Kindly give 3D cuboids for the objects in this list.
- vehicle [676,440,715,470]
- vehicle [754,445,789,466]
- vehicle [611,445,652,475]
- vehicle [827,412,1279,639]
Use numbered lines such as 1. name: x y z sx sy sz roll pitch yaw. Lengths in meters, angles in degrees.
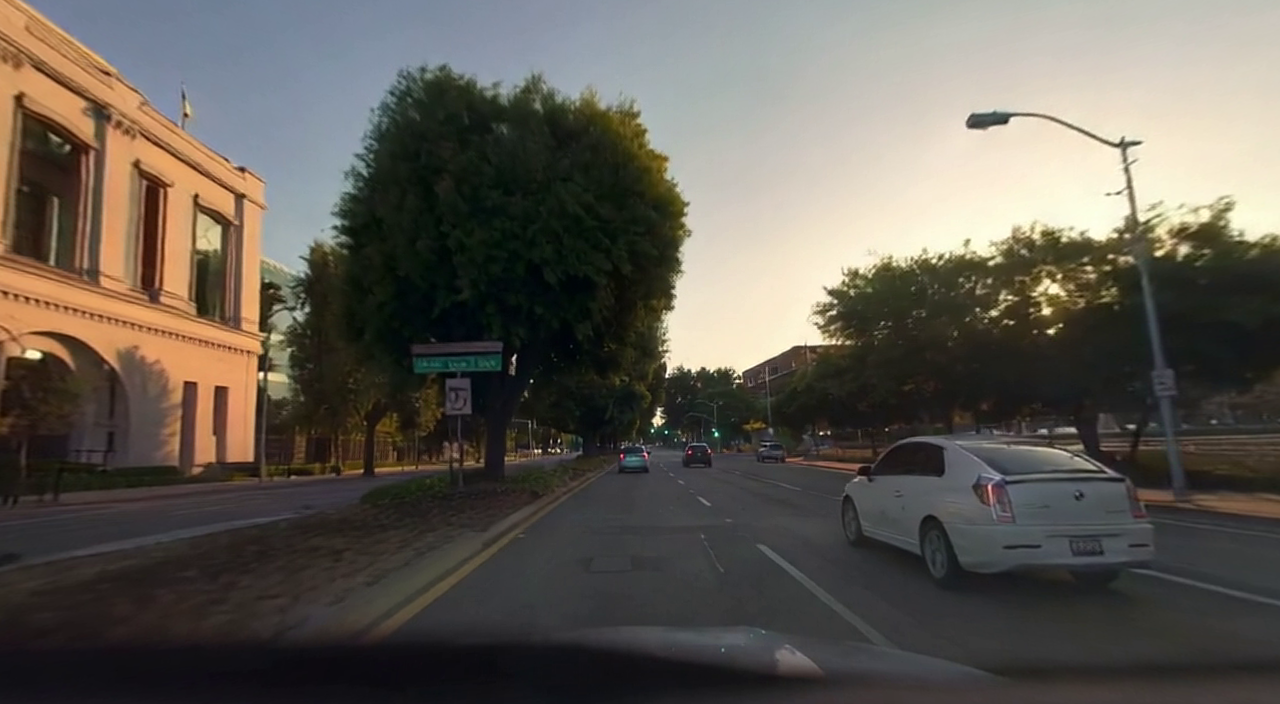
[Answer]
1. vehicle: 3.435 6.495 39.935 2.036 1.757 4.300 0 -9 -1
2. vehicle: 10.116 7.991 48.784 1.958 1.529 4.084 0 -10 3
3. vehicle: -0.439 5.683 33.374 2.054 1.446 3.969 0 -9 -1
4. vehicle: 3.464 1.488 6.345 1.937 1.538 3.832 0 -9 -1
